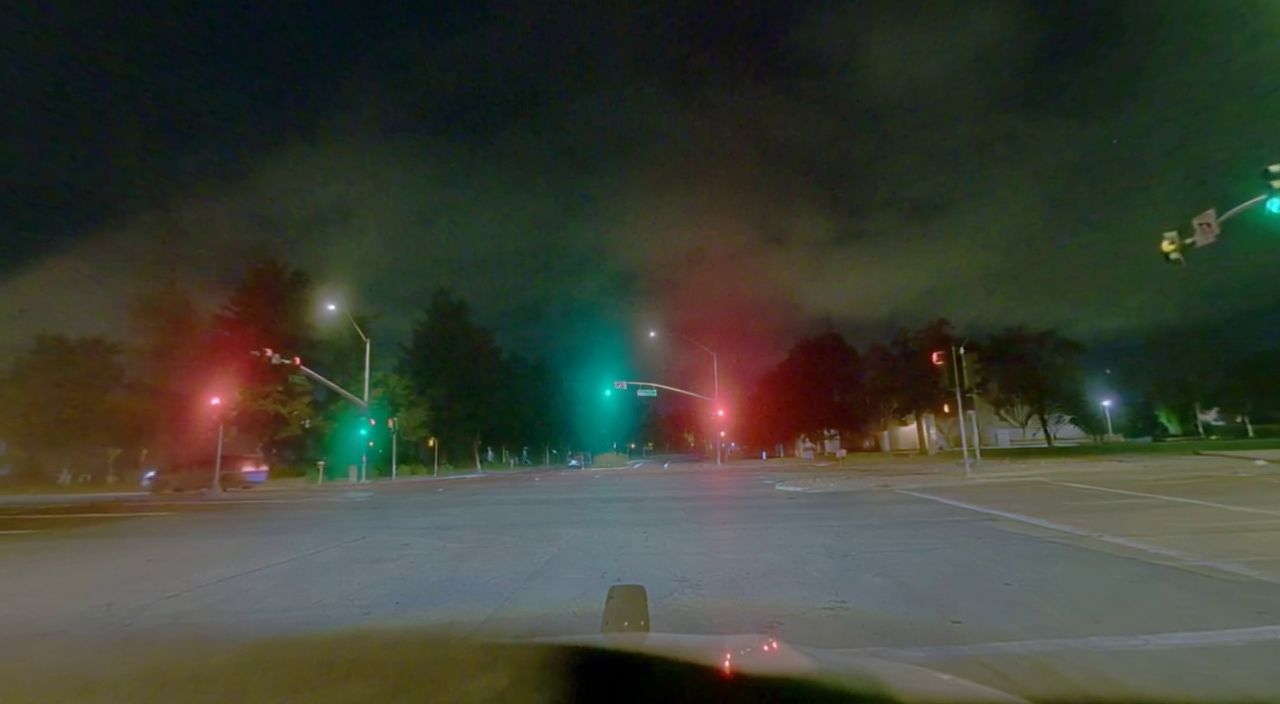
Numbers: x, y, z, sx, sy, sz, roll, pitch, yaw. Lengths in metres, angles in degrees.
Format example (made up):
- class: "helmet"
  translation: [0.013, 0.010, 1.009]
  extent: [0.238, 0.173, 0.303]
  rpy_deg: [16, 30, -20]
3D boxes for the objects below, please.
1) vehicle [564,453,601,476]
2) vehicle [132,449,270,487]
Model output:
- class: "vehicle"
  translation: [-4.481, 8.844, 49.831]
  extent: [2.030, 1.704, 4.205]
  rpy_deg: [-1, -8, 7]
- class: "vehicle"
  translation: [-23.476, 6.197, 33.878]
  extent: [5.762, 1.886, 2.241]
  rpy_deg: [0, -8, 2]
